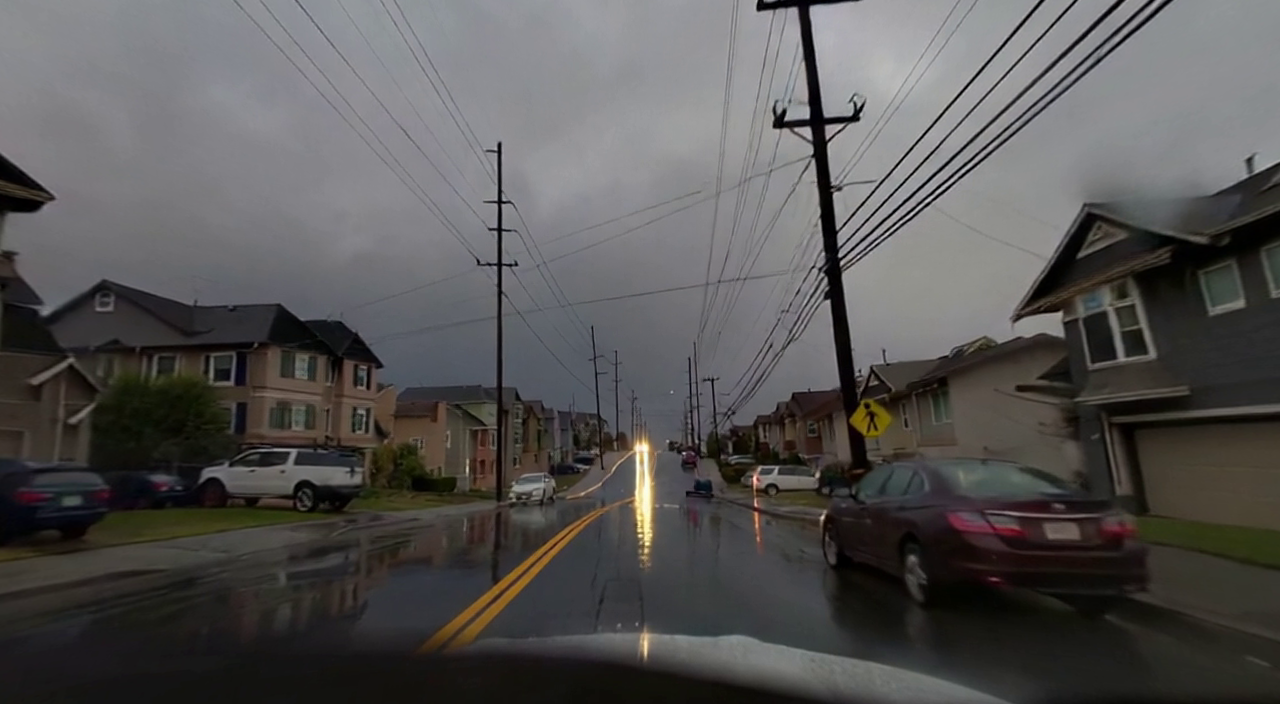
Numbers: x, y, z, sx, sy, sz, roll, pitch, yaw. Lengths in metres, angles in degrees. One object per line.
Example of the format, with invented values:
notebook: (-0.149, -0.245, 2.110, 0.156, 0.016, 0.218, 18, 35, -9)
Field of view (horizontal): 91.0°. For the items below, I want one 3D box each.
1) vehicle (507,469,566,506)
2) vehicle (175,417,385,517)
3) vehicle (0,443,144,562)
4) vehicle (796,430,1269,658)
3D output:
vehicle: (-5.477, 7.281, 33.909, 2.156, 1.764, 4.410, -3, -12, 4)
vehicle: (-12.115, 4.019, 21.615, 5.503, 2.906, 2.584, -3, -15, 1)
vehicle: (-11.415, 2.585, 11.518, 4.526, 1.806, 2.043, -5, -9, 31)
vehicle: (3.190, 1.692, 6.468, 1.945, 1.500, 4.363, 0, -11, -1)
